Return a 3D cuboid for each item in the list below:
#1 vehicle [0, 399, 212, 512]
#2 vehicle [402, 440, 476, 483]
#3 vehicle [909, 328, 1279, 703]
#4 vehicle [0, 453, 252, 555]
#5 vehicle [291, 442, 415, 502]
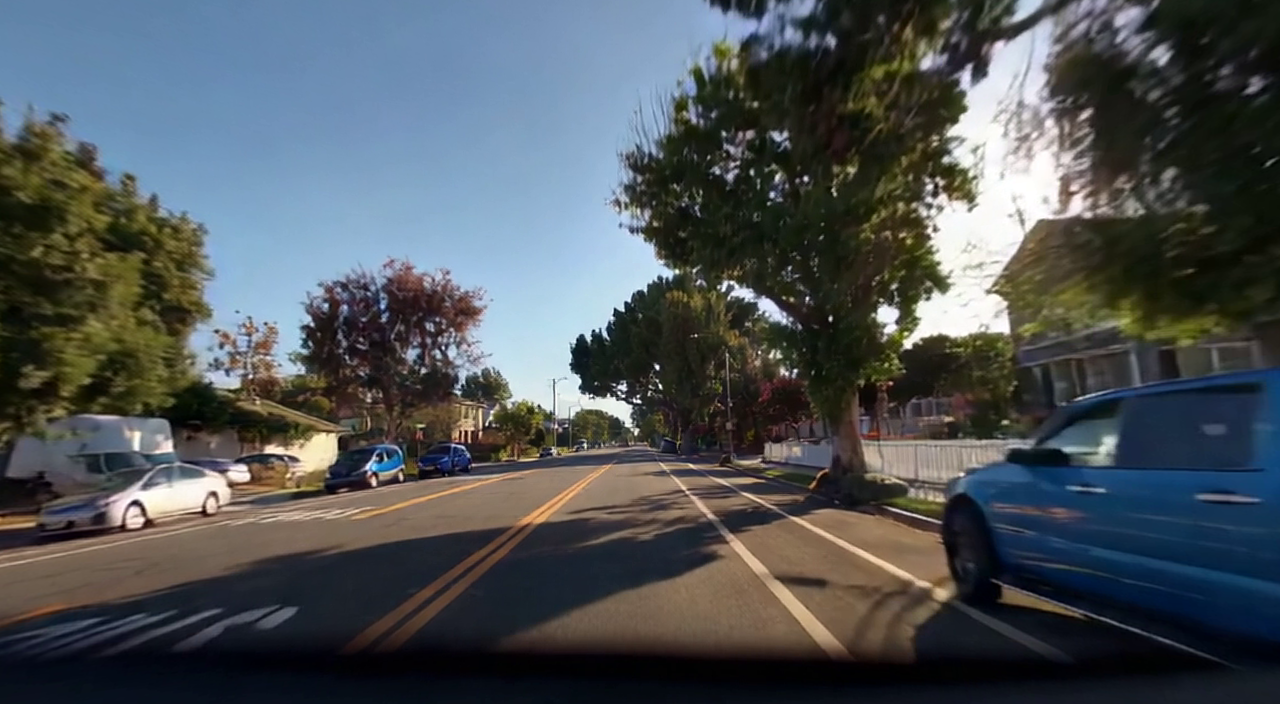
[{"bbox_3d":[-17.997,3.374,20.986,2.725,3.122,6.348,-2,-8,5],"label":"vehicle"},{"bbox_3d":[-11.086,6.022,35.375,2.241,1.944,5.709,-5,-7,0],"label":"vehicle"},{"bbox_3d":[3.930,0.980,3.479,2.407,1.926,5.615,0,-8,0],"label":"vehicle"},{"bbox_3d":[-11.253,3.233,14.205,2.186,1.532,4.751,-5,-7,-2],"label":"vehicle"},{"bbox_3d":[-11.096,4.610,25.044,2.341,1.835,5.570,-3,-7,0],"label":"vehicle"}]
